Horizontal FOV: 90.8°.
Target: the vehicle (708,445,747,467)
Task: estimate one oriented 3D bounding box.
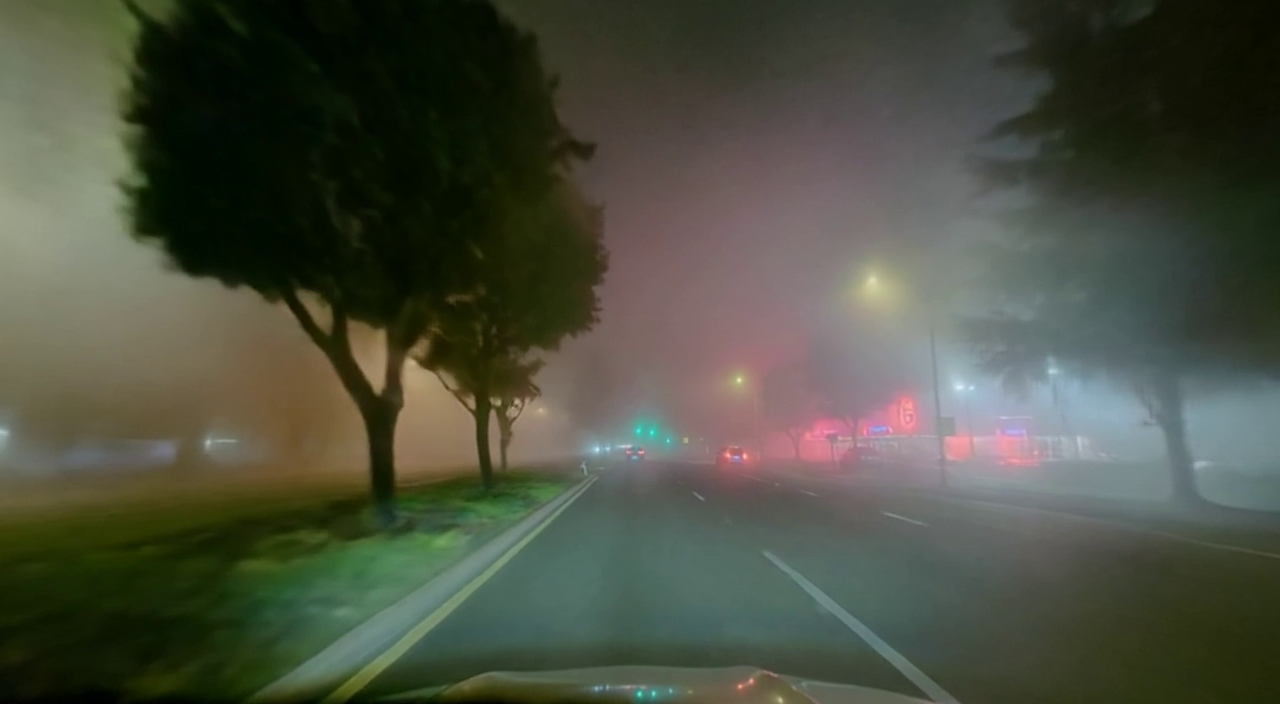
[{"bbox_3d":[6.223,7.413,45.314,2.024,1.475,4.600,0,-8,-2],"label":"vehicle"}]

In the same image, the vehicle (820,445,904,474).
[{"bbox_3d":[13.366,6.482,38.218,4.281,1.719,1.983,0,-8,-1],"label":"vehicle"}]
